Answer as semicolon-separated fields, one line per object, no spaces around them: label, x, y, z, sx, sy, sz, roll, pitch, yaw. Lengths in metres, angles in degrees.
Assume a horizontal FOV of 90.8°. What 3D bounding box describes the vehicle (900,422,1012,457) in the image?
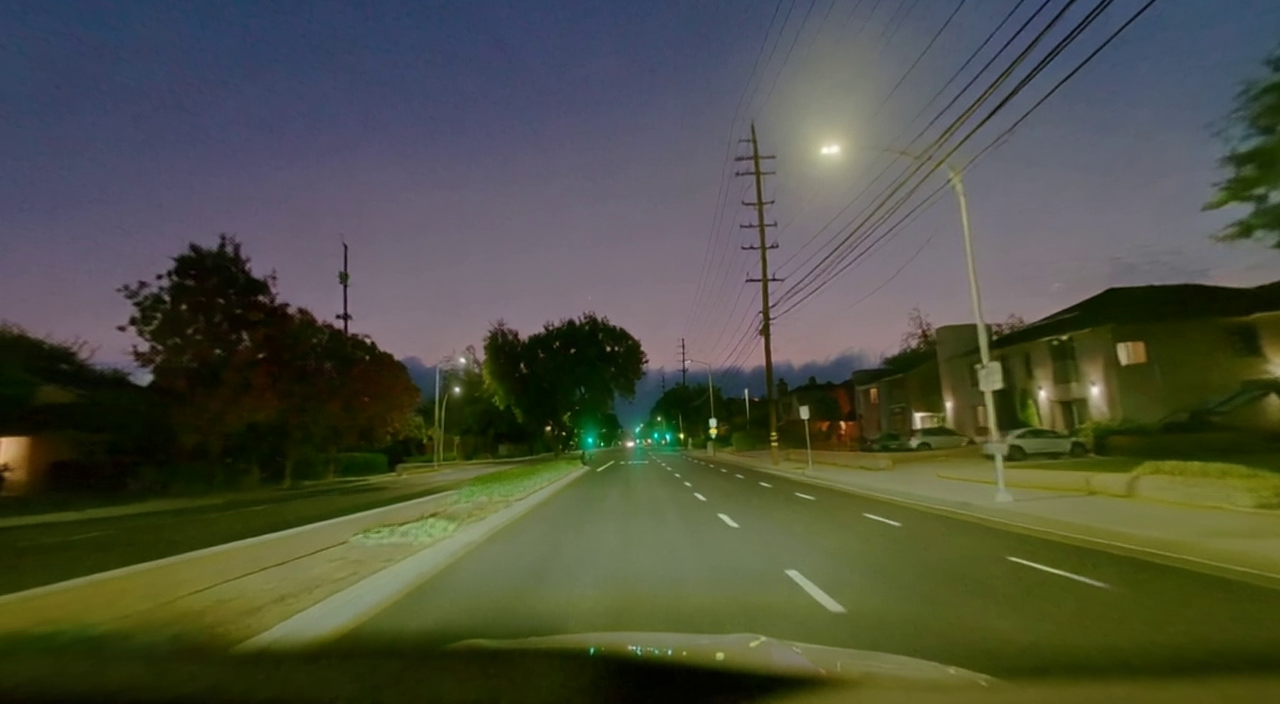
vehicle;16.768;4.662;33.727;4.833;1.786;2.136;0;-8;-1

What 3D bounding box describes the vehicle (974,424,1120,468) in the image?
vehicle;16.751;3.882;26.186;4.560;1.725;2.096;0;-8;-2
